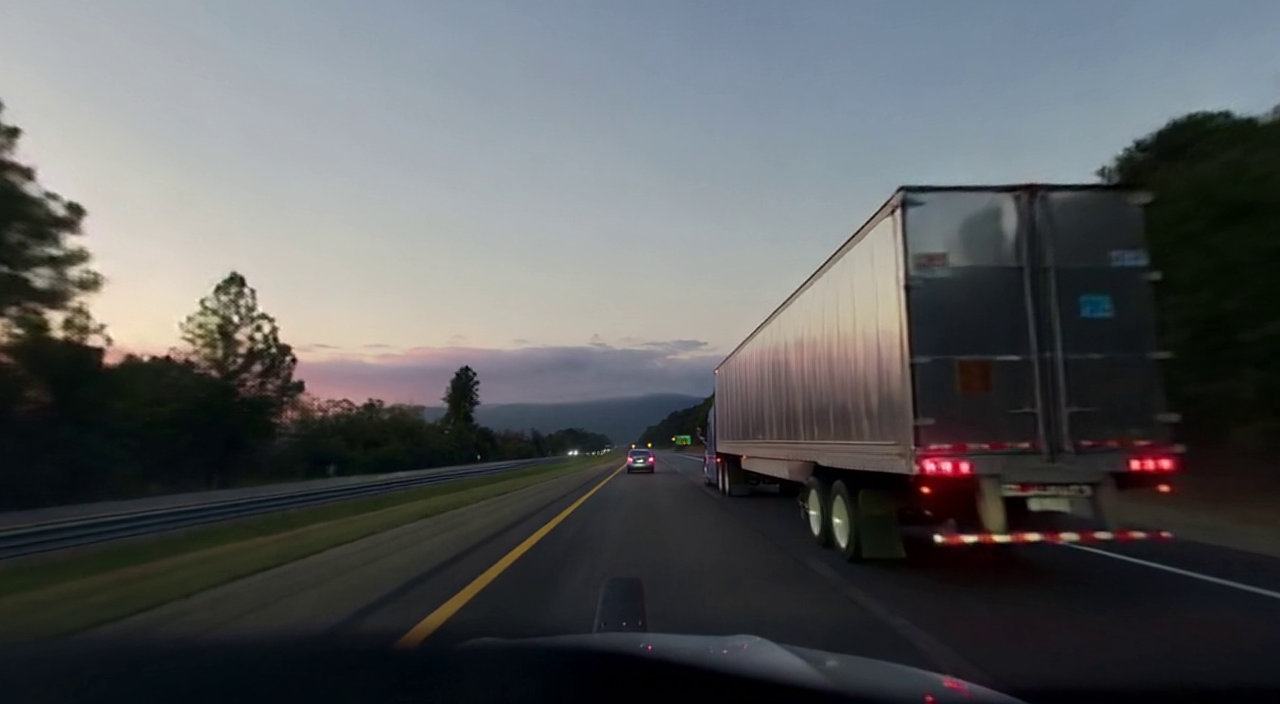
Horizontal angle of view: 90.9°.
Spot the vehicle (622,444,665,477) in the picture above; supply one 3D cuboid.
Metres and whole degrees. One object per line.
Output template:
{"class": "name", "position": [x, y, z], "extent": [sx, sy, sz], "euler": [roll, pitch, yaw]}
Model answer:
{"class": "vehicle", "position": [0.172, 5.299, 31.065], "extent": [1.968, 1.515, 4.025], "euler": [-1, -8, 1]}

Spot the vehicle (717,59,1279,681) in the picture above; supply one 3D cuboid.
{"class": "vehicle", "position": [3.886, 1.142, 12.071], "extent": [2.929, 4.158, 15.921], "euler": [0, -8, 0]}
